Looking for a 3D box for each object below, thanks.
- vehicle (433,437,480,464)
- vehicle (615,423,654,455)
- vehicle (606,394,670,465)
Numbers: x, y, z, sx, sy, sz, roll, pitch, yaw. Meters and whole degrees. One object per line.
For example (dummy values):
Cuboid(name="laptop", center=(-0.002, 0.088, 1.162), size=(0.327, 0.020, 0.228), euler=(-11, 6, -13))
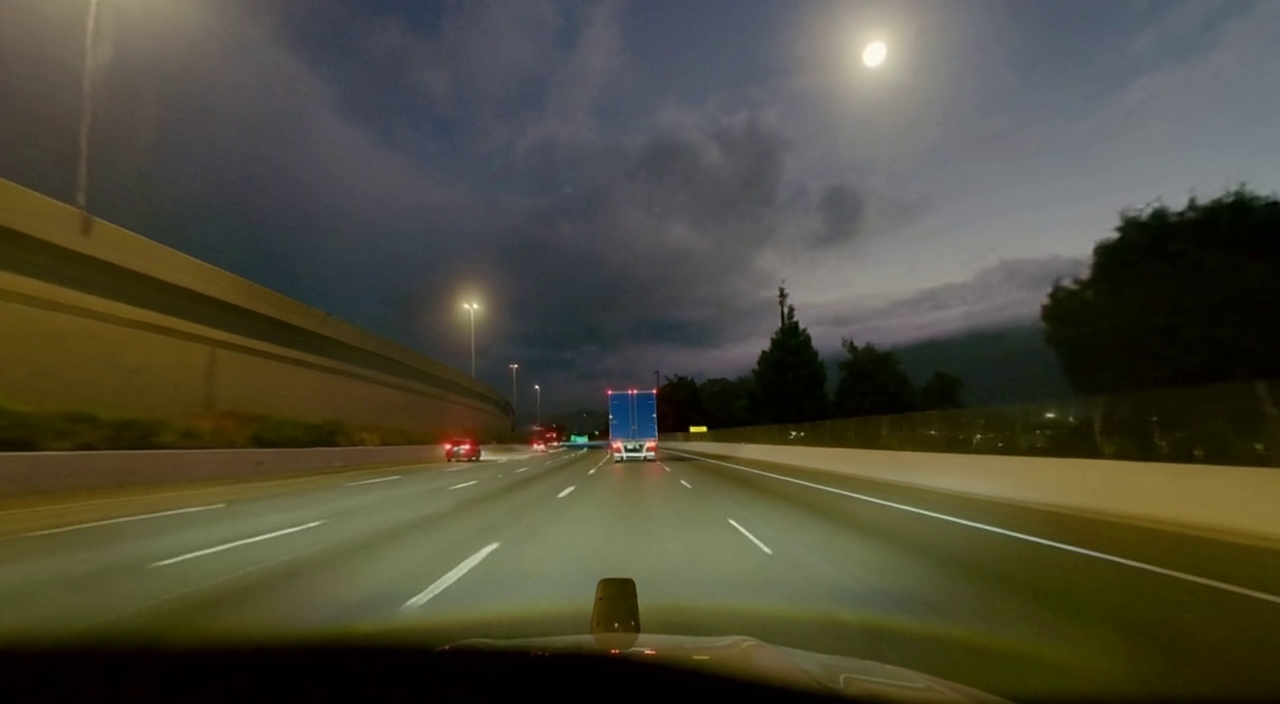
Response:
Cuboid(name="vehicle", center=(-11.992, 6.464, 41.608), size=(1.919, 1.625, 4.183), euler=(0, -8, -2))
Cuboid(name="vehicle", center=(-0.374, 4.905, 35.378), size=(2.052, 1.666, 4.358), euler=(0, -8, -3))
Cuboid(name="vehicle", center=(-0.409, 4.900, 38.621), size=(3.233, 3.678, 11.032), euler=(0, -9, -3))
